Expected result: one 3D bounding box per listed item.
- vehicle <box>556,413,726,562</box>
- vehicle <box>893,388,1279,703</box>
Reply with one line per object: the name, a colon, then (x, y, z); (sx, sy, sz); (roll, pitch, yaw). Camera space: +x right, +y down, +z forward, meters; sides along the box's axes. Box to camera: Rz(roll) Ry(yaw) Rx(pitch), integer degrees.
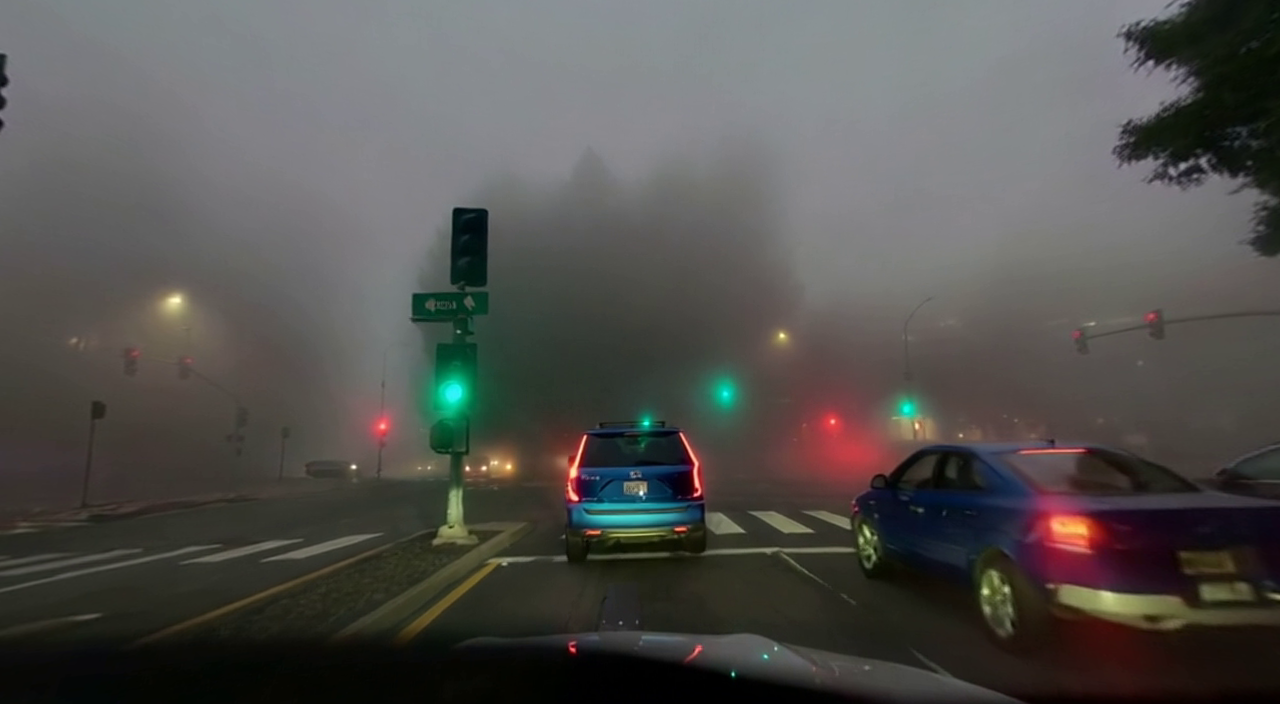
vehicle: (-0.063, 1.963, 9.869); (2.085, 1.807, 4.038); (0, -8, -2)
vehicle: (3.586, 1.173, 4.189); (1.899, 1.572, 4.425); (0, -9, -1)
